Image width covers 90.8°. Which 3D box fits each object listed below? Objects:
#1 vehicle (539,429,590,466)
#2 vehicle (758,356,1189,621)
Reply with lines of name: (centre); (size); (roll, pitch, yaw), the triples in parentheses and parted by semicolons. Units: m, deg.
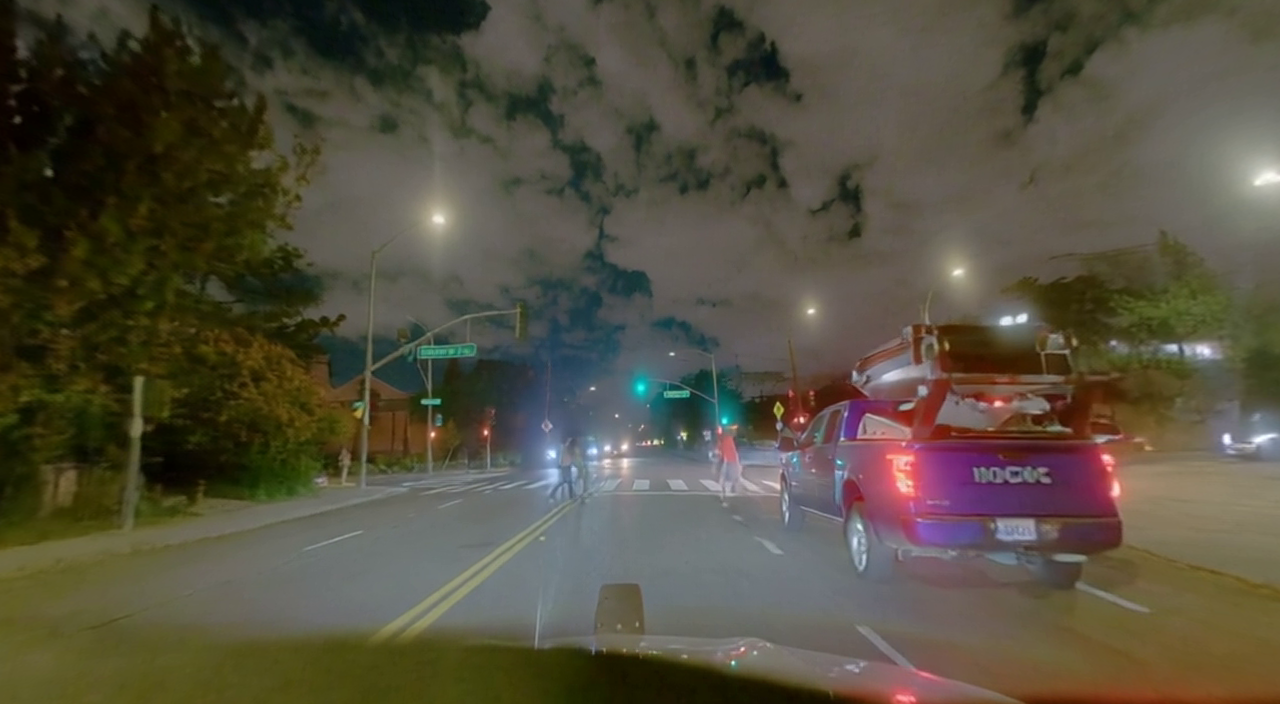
vehicle: (-5.613, 7.198, 47.976); (2.896, 2.560, 7.322); (0, -8, 1)
vehicle: (3.060, 1.429, 7.628); (2.177, 2.015, 5.463); (0, -8, 0)
